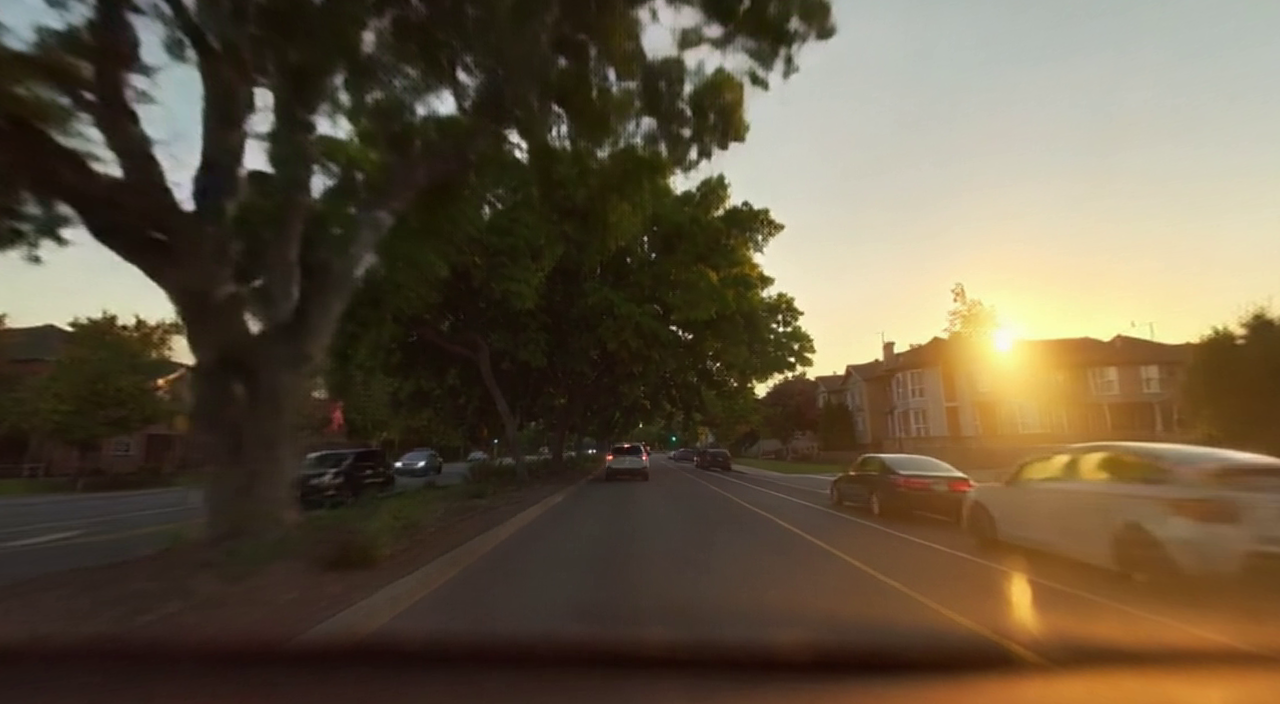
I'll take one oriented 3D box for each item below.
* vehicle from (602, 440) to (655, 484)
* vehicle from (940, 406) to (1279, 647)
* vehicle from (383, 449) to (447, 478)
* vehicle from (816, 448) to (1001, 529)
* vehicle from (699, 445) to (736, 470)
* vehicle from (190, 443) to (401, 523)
[{"bbox_3d":[-0.474,4.598,26.808,2.070,1.698,3.925,0,-8,-1],"label":"vehicle"},{"bbox_3d":[5.596,1.654,7.180,1.943,1.778,4.778,0,-8,-1],"label":"vehicle"},{"bbox_3d":[-12.404,6.152,35.109,1.890,1.473,4.419,0,-8,0],"label":"vehicle"},{"bbox_3d":[5.671,2.905,14.157,1.978,1.485,4.603,0,-8,-2],"label":"vehicle"},{"bbox_3d":[5.588,7.633,45.859,1.970,1.696,4.405,0,-9,-2],"label":"vehicle"},{"bbox_3d":[-7.408,2.825,14.355,2.105,1.474,4.808,0,-8,0],"label":"vehicle"}]
